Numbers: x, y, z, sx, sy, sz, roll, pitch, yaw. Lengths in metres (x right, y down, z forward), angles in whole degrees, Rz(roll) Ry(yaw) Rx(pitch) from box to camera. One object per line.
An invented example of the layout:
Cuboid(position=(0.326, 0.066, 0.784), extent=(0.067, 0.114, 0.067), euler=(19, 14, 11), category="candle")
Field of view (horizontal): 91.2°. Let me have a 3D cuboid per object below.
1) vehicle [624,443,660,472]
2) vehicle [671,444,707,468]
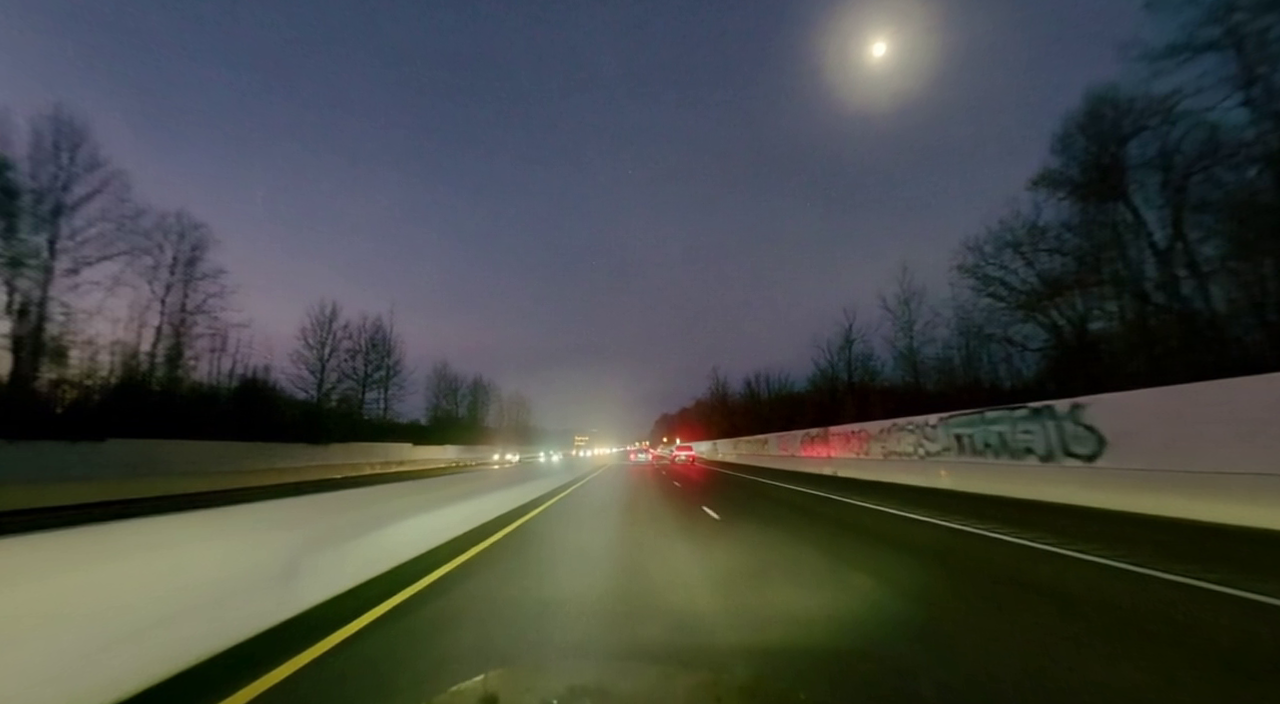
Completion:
Cuboid(position=(0.119, 6.517, 39.050), extent=(2.095, 1.671, 4.219), euler=(0, -9, -1), category="vehicle")
Cuboid(position=(3.541, 7.635, 46.078), extent=(2.303, 1.614, 4.154), euler=(-1, -9, 0), category="vehicle")
